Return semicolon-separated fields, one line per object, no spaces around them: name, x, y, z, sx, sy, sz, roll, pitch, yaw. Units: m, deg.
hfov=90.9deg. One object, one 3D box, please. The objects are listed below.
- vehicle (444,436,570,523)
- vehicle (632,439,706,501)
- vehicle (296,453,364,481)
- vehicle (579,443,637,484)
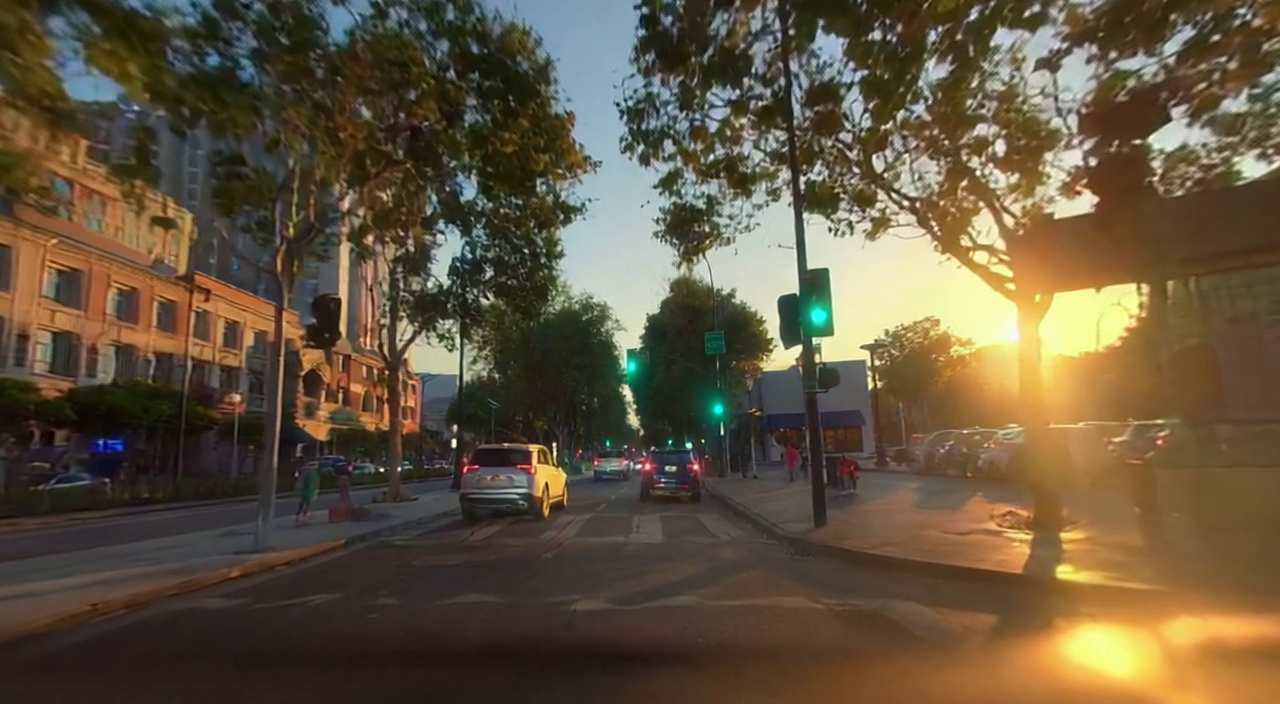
vehicle;-2.893;2.854;14.626;1.940;1.722;3.823;-1;-9;2
vehicle;0.896;3.688;20.097;2.120;1.758;3.917;-1;-9;2
vehicle;-24.377;9.028;49.870;2.144;1.993;6.287;0;-9;1
vehicle;-1.489;5.471;31.316;2.220;1.847;4.587;-1;-9;5
